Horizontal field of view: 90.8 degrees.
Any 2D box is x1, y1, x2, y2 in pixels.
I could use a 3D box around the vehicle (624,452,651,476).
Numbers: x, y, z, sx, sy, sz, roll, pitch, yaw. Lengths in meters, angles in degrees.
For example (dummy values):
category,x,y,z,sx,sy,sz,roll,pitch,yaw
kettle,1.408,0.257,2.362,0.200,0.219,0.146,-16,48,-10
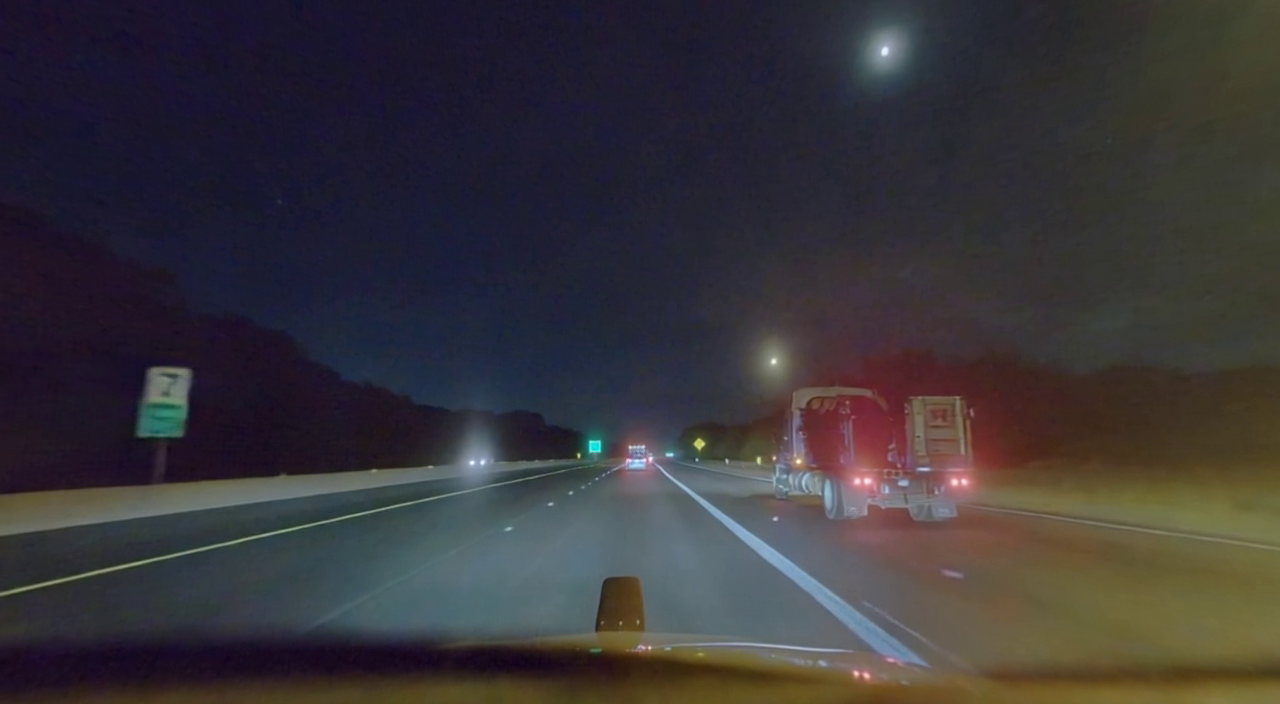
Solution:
category,x,y,z,sx,sy,sz,roll,pitch,yaw
vehicle,-0.125,7.136,40.403,1.695,1.437,3.506,0,-9,1
